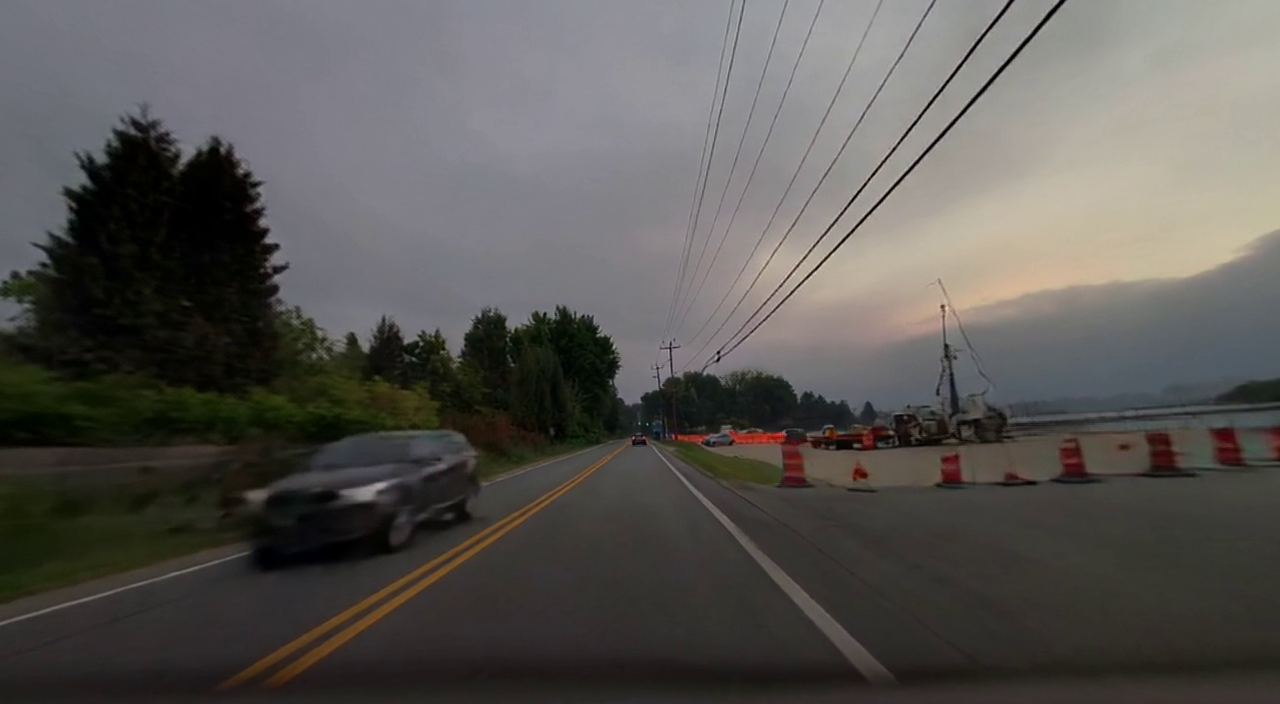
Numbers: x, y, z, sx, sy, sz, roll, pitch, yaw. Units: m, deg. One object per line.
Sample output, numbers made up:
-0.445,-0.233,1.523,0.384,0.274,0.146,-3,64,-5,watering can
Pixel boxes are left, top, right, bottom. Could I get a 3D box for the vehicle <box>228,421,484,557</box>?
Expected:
-3.940,1.963,9.722,2.020,1.631,4.054,0,-9,0,vehicle
